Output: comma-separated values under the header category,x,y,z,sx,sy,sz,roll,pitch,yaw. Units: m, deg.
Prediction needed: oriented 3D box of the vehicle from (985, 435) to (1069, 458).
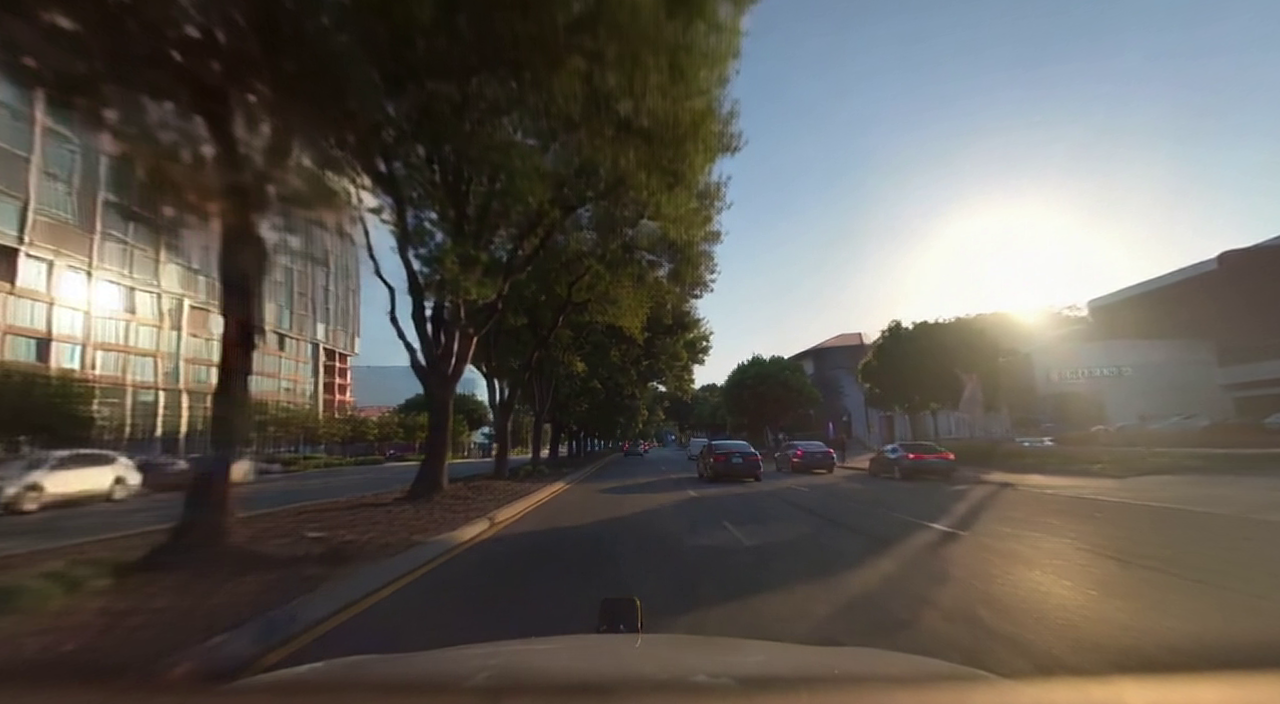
category,x,y,z,sx,sy,sz,roll,pitch,yaw
vehicle,29.109,7.152,47.644,5.001,1.528,1.863,-11,-12,43

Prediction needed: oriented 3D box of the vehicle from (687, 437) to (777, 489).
category,x,y,z,sx,sy,sz,roll,pitch,yaw
vehicle,2.841,3.549,20.536,2.131,1.491,4.496,0,-8,-2

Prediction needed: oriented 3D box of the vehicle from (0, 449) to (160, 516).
category,x,y,z,sx,sy,sz,roll,pitch,yaw
vehicle,-16.598,3.587,18.021,2.031,1.607,4.759,0,-8,1

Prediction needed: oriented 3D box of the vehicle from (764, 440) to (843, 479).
category,x,y,z,sx,sy,sz,roll,pitch,yaw
vehicle,6.405,4.246,25.291,1.912,1.411,4.380,0,-8,-1

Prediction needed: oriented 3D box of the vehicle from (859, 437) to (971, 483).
category,x,y,z,sx,sy,sz,roll,pitch,yaw
vehicle,9.956,3.924,23.349,2.003,1.511,4.670,0,-8,0

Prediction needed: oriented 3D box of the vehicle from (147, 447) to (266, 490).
category,x,y,z,sx,sy,sz,roll,pitch,yaw
vehicle,-19.617,5.239,28.908,2.071,1.743,4.749,0,-8,0
